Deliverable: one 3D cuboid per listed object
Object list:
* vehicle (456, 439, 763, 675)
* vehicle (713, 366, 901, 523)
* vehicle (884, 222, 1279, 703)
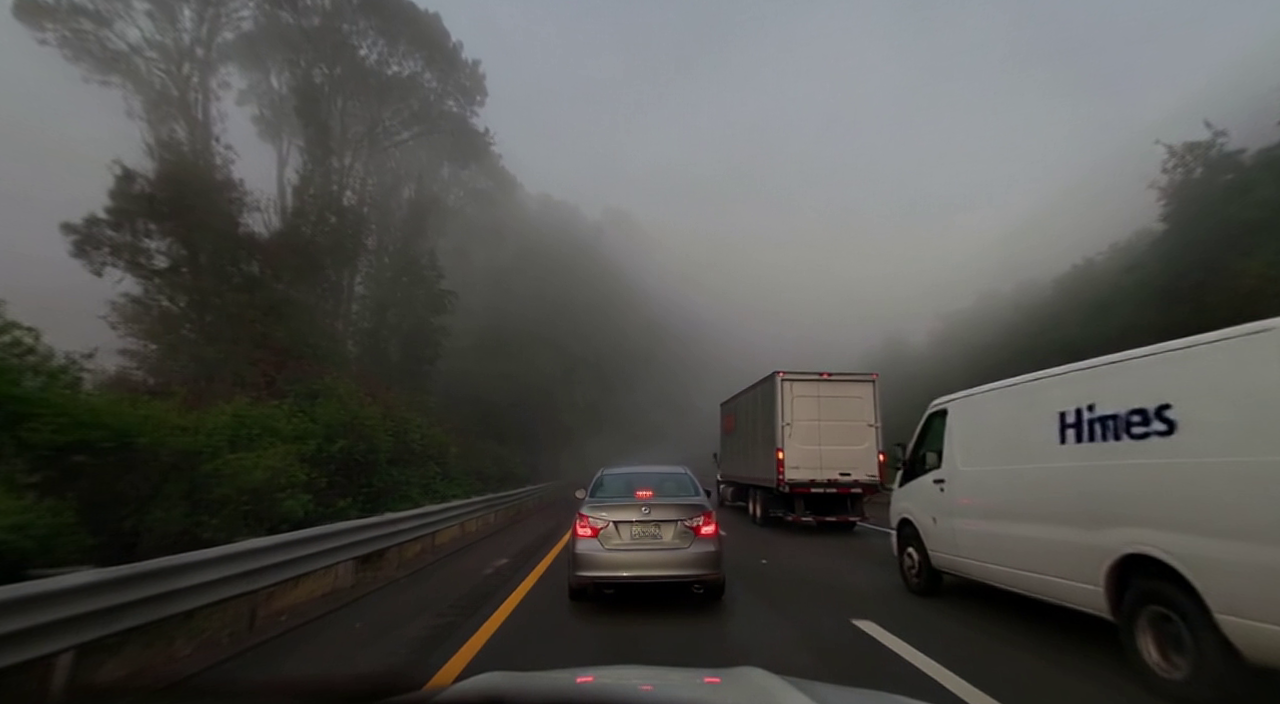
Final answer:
[{"bbox_3d":[-0.245,1.661,5.879,1.980,1.493,3.410,1,-11,-2],"label":"vehicle"},{"bbox_3d":[4.881,3.361,21.713,2.936,3.972,11.144,1,-11,-3],"label":"vehicle"},{"bbox_3d":[4.176,1.068,4.979,2.328,2.537,5.290,1,-11,0],"label":"vehicle"}]
